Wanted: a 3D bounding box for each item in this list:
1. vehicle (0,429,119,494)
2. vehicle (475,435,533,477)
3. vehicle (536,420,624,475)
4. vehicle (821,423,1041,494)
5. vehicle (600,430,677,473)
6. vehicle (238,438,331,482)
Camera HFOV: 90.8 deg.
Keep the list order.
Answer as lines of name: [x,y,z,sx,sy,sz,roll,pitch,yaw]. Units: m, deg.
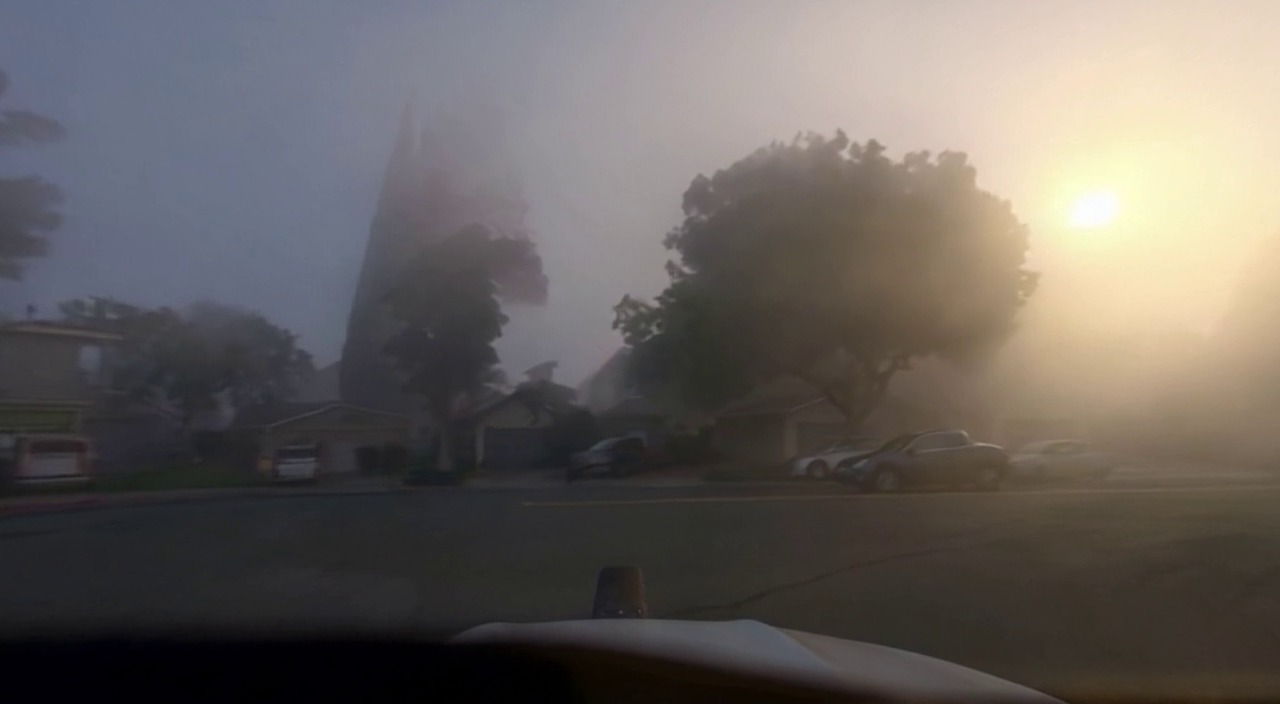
vehicle: [-19.216,3.406,19.950,5.096,1.824,2.305,-5,-9,27]
vehicle: [-5.535,4.155,25.485,1.833,1.540,3.532,2,-9,-19]
vehicle: [-2.635,3.995,26.259,2.455,2.018,5.271,3,-10,-18]
vehicle: [7.799,2.920,17.455,5.082,1.789,1.947,-2,-8,8]
vehicle: [-0.176,4.352,27.881,2.160,1.695,4.183,2,-9,-18]
vehicle: [-13.751,4.115,24.318,1.932,1.518,4.343,8,-12,-44]
